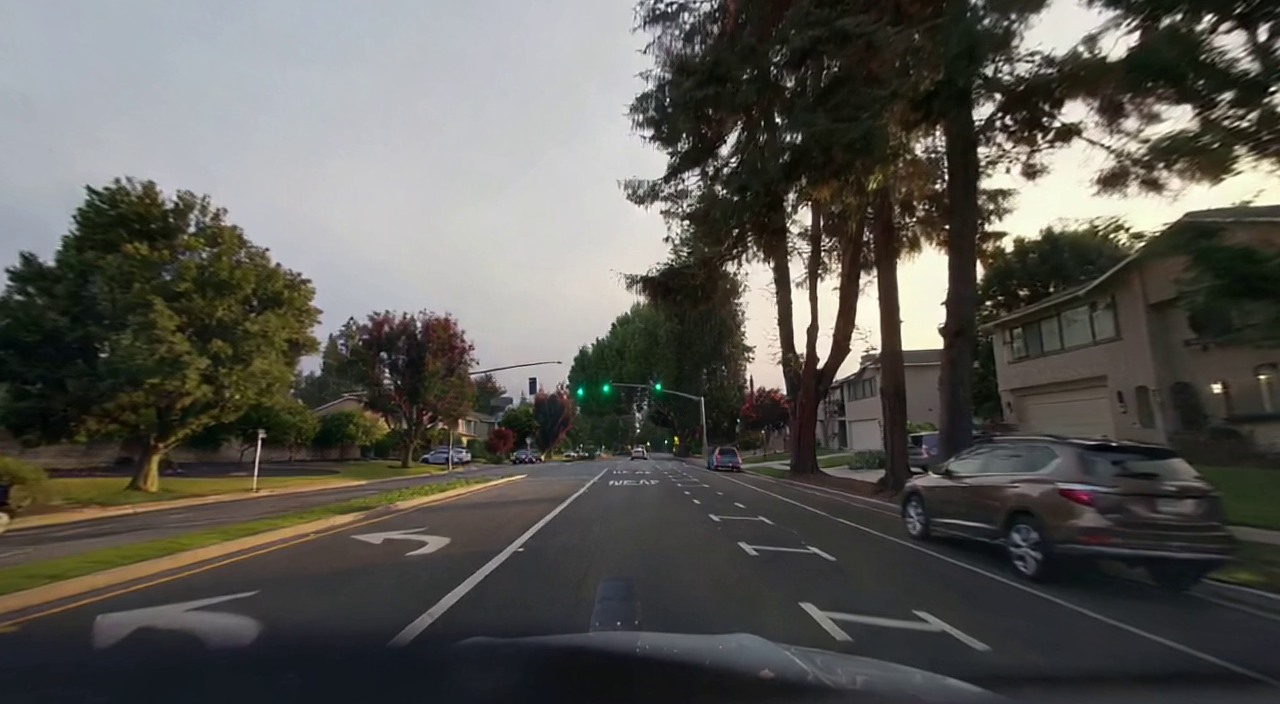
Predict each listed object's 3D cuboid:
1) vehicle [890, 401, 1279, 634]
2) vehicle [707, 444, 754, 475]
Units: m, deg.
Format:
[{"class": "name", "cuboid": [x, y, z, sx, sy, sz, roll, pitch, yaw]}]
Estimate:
[{"class": "vehicle", "cuboid": [4.882, 1.709, 7.389, 2.182, 1.755, 4.351, 5, -8, 2]}, {"class": "vehicle", "cuboid": [5.085, 6.117, 36.101, 1.979, 1.637, 4.321, 0, -9, -1]}]
